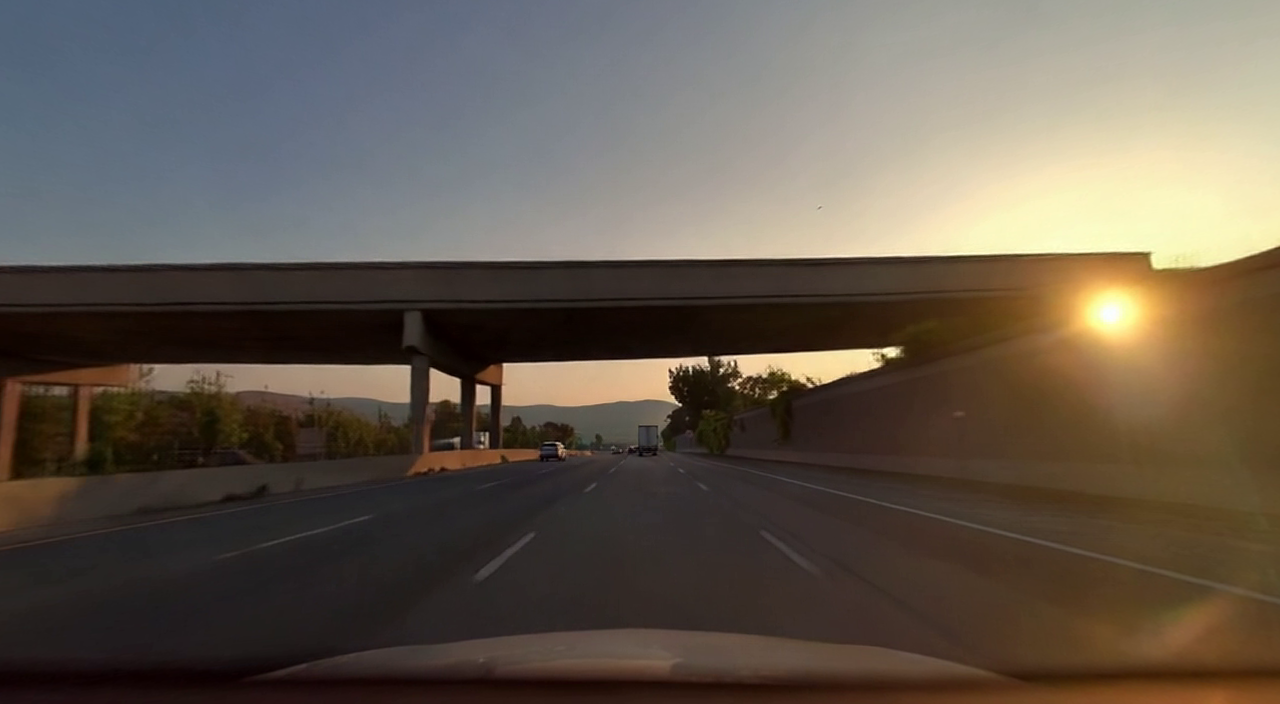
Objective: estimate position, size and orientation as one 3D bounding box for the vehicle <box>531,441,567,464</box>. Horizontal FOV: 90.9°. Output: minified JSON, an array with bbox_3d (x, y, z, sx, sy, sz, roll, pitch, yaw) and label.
[{"bbox_3d":[-6.897,7.675,48.279,1.981,1.685,4.171,0,-8,2],"label":"vehicle"}]
